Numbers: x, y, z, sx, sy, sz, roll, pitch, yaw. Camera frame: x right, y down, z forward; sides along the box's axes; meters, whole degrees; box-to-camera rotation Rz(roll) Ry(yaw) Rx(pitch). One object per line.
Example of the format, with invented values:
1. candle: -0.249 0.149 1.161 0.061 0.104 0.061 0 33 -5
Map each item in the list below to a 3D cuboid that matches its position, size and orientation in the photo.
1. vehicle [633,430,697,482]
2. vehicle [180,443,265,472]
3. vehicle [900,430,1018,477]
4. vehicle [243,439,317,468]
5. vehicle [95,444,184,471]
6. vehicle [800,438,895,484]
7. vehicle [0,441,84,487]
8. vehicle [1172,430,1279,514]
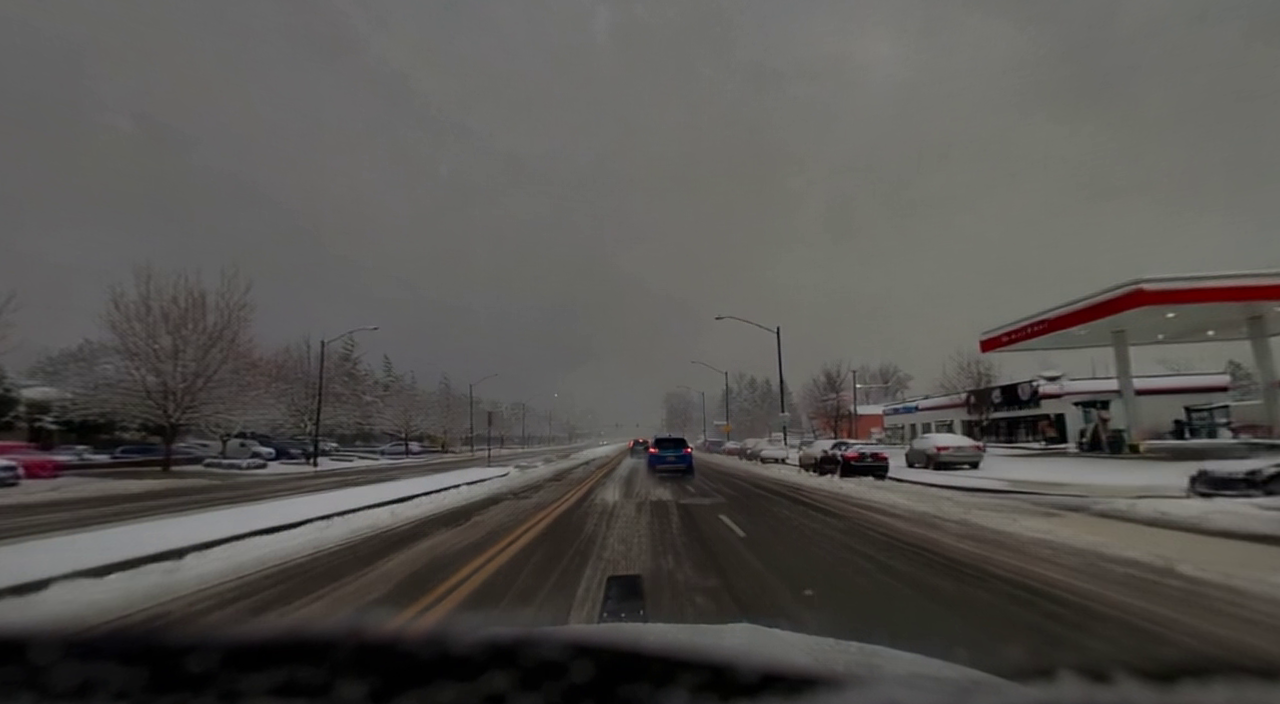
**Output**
1. vehicle: 0.955 4.122 25.245 2.317 1.857 5.150 0 -8 1
2. vehicle: -26.245 6.626 39.686 1.922 1.755 4.511 -1 -8 6
3. vehicle: 12.706 4.083 25.425 2.019 1.711 4.862 0 -8 -3
4. vehicle: -25.734 7.270 45.107 2.086 1.967 5.297 0 -8 1
5. vehicle: -31.591 6.645 39.811 1.920 1.446 4.448 -3 -8 1
6. vehicle: 7.362 3.900 22.848 1.818 1.459 4.806 0 -8 0
7. vehicle: -25.937 4.598 25.909 2.044 1.695 4.619 -1 -7 -5
8. vehicle: 14.060 2.288 12.689 4.620 1.464 2.102 -3 -8 0
